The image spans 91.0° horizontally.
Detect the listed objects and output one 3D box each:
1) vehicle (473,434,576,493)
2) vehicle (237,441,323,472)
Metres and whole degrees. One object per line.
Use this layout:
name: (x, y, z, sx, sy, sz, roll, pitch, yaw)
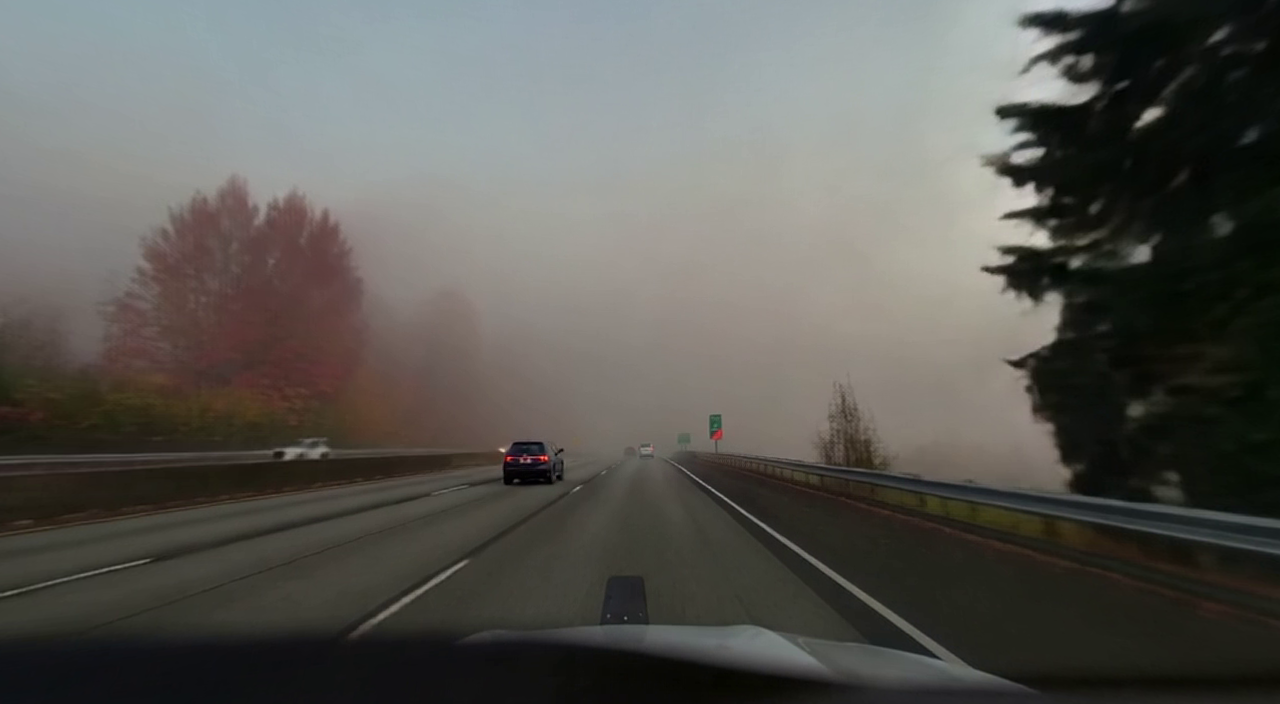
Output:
vehicle: (-3.343, 3.335, 19.279, 2.061, 1.572, 4.814, 0, -8, 2)
vehicle: (-19.921, 5.783, 35.055, 1.935, 1.612, 4.573, 0, -8, 2)
